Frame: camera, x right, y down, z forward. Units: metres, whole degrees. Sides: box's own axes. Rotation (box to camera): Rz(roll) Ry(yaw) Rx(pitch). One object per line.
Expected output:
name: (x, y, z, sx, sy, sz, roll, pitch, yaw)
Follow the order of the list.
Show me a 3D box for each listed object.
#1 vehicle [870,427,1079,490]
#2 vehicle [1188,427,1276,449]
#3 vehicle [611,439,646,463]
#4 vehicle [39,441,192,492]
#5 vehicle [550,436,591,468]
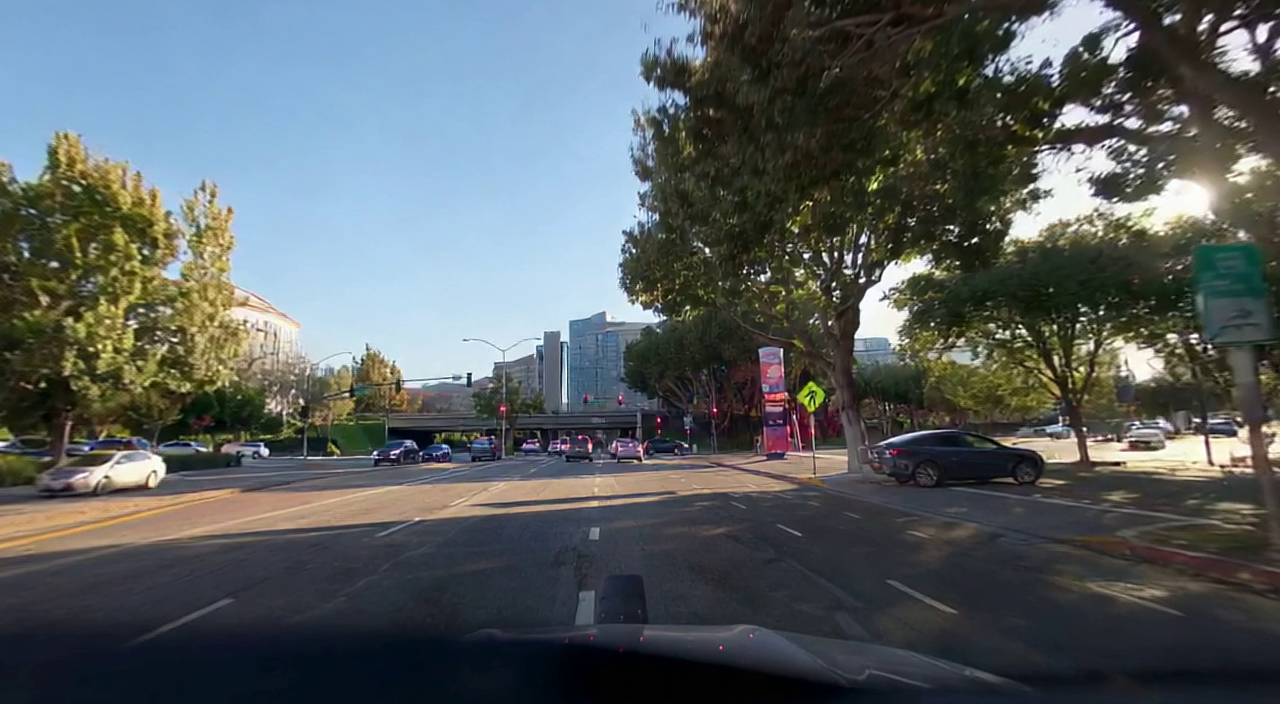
vehicle: (8.809, 2.816, 16.922, 4.487, 1.539, 1.947, 0, -8, -3)
vehicle: (44.076, 6.438, 47.092, 1.689, 1.495, 4.418, 6, -10, -35)
vehicle: (-0.818, 6.550, 42.028, 2.176, 1.489, 4.518, 0, -8, -2)
vehicle: (-21.111, 4.594, 25.811, 1.984, 1.855, 5.137, 0, -8, -2)
vehicle: (-3.706, 5.451, 34.636, 2.057, 1.610, 4.891, 0, -8, -4)
